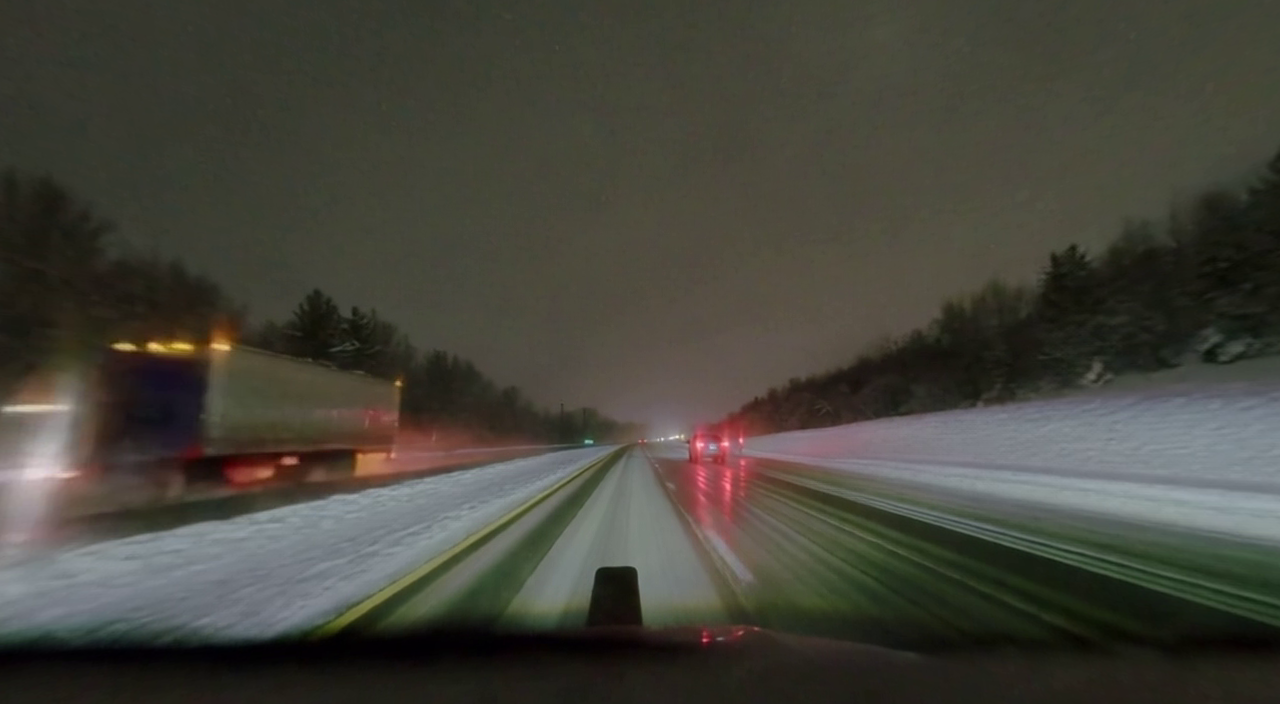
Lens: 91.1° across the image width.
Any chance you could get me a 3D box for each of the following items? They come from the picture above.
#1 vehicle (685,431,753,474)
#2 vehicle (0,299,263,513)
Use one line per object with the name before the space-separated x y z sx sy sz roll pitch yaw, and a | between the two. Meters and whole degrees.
vehicle | 3.095 4.038 25.586 2.084 1.583 4.420 0 -8 -1
vehicle | -12.350 1.387 14.853 2.955 4.003 6.220 0 -8 -1
